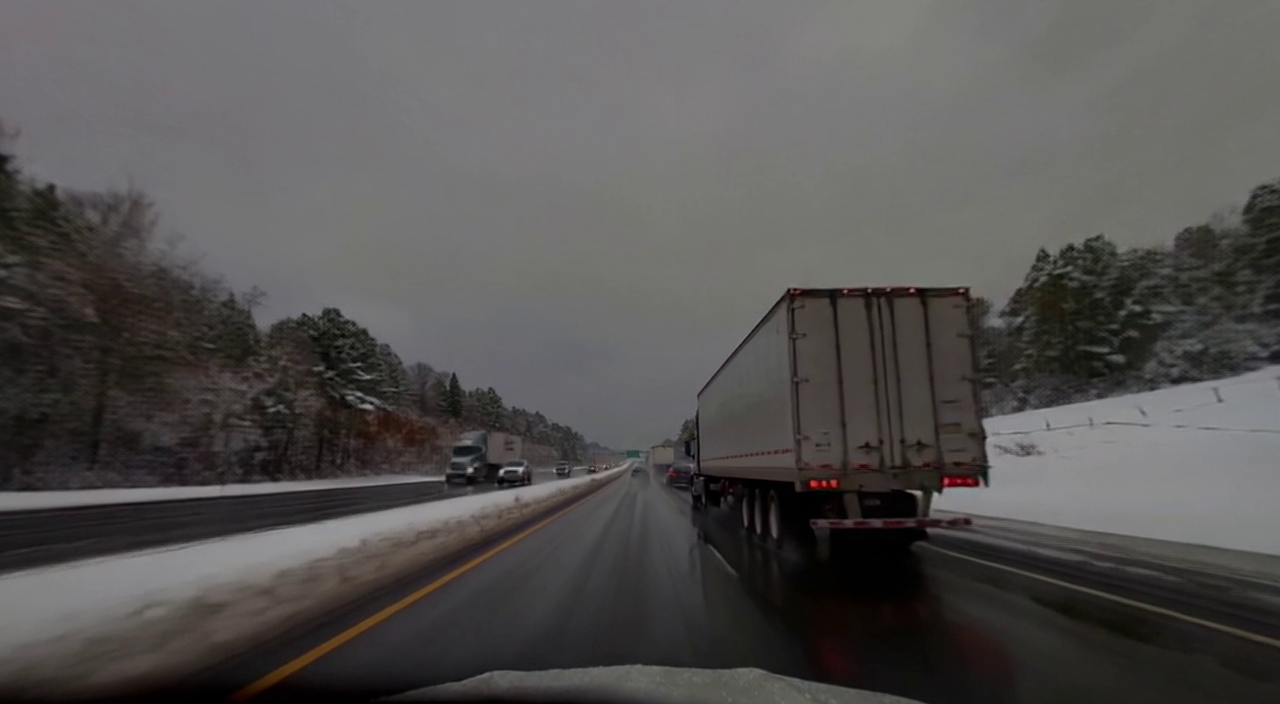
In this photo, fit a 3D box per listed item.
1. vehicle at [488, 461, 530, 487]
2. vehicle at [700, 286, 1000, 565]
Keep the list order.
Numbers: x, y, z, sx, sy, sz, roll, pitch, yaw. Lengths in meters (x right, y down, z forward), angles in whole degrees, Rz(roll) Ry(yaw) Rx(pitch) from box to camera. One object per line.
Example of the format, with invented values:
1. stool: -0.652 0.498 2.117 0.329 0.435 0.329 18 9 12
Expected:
1. vehicle: -9.307 8.688 45.053 1.996 1.740 4.245 1 -10 0
2. vehicle: 3.699 2.288 16.276 2.863 4.088 14.040 1 -10 0
